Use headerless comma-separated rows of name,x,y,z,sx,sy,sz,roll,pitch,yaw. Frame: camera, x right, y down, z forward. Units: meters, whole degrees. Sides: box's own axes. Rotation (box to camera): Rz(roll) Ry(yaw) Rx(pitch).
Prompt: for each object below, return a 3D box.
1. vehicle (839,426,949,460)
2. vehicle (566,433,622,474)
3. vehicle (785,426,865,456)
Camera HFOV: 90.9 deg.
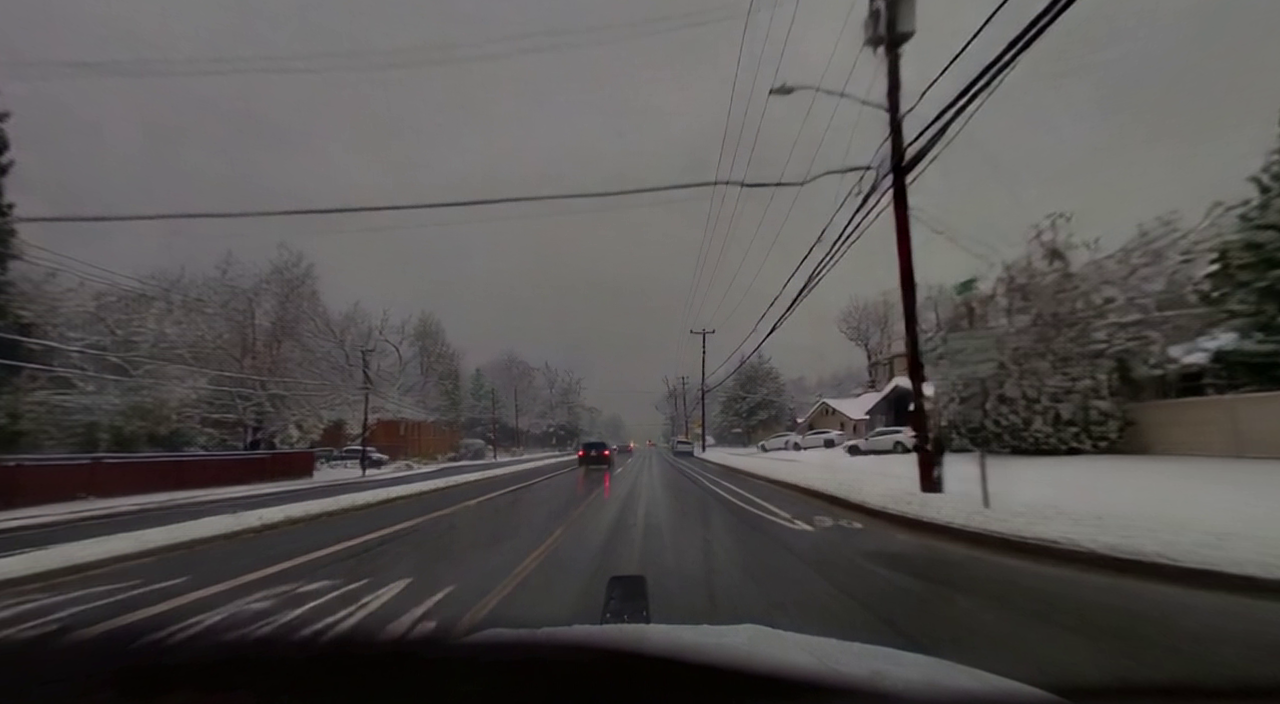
vehicle,12.028,4.394,30.149,2.212,1.404,4.283,3,-10,-33
vehicle,-2.217,5.125,31.980,2.327,1.861,4.941,0,-9,2
vehicle,12.524,6.072,42.919,4.719,1.553,1.889,-5,-8,0
